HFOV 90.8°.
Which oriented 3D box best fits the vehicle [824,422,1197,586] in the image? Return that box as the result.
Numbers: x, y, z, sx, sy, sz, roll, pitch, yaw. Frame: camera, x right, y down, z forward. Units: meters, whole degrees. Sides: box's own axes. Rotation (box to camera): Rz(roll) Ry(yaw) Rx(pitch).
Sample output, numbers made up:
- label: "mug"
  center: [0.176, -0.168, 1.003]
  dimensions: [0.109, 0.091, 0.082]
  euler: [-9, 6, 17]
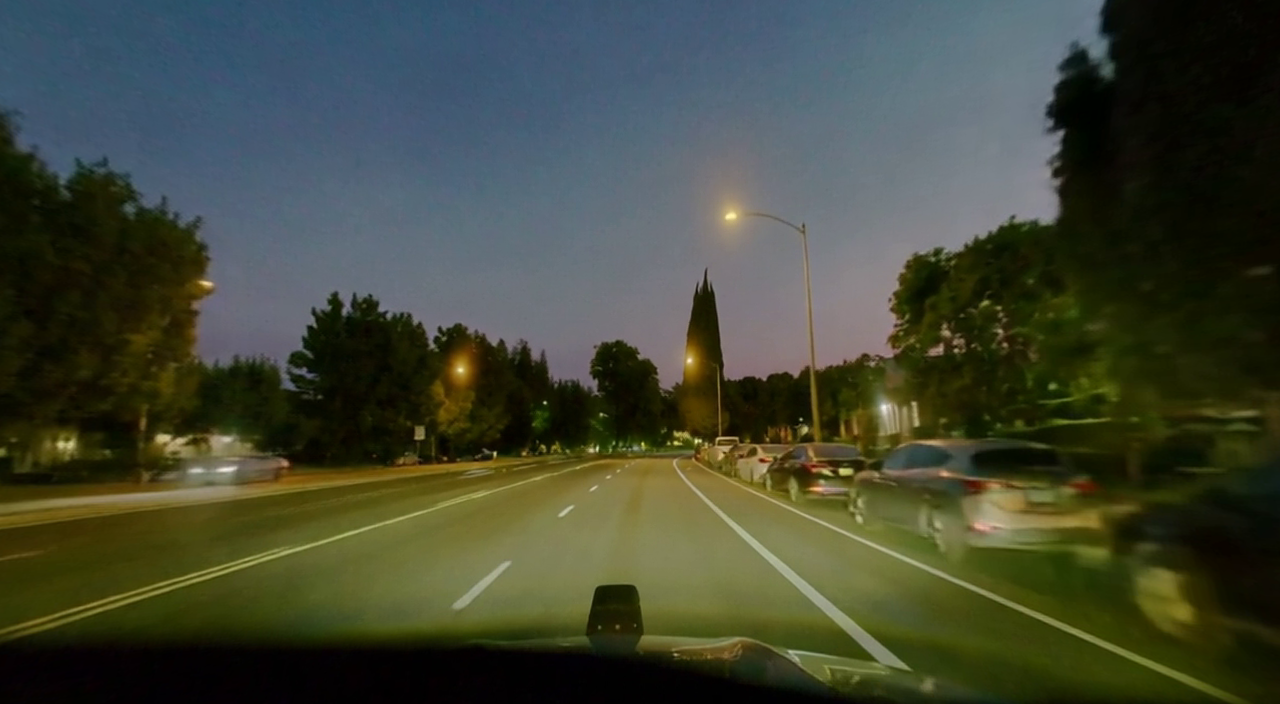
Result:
- label: "vehicle"
  center: [4.199, 1.796, 8.403]
  dimensions: [2.023, 1.529, 4.771]
  euler: [0, -9, -1]

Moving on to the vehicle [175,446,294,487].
- label: "vehicle"
  center: [-16.398, 4.618, 25.859]
  dimensions: [1.973, 1.522, 4.188]
  euler: [0, -9, 2]

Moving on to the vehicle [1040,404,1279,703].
- label: "vehicle"
  center: [4.216, 0.979, 2.838]
  dimensions: [1.899, 1.529, 4.406]
  euler: [0, -9, -1]

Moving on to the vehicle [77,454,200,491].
- label: "vehicle"
  center: [-23.348, 5.589, 29.695]
  dimensions: [1.931, 1.500, 4.688]
  euler: [0, -9, 0]
